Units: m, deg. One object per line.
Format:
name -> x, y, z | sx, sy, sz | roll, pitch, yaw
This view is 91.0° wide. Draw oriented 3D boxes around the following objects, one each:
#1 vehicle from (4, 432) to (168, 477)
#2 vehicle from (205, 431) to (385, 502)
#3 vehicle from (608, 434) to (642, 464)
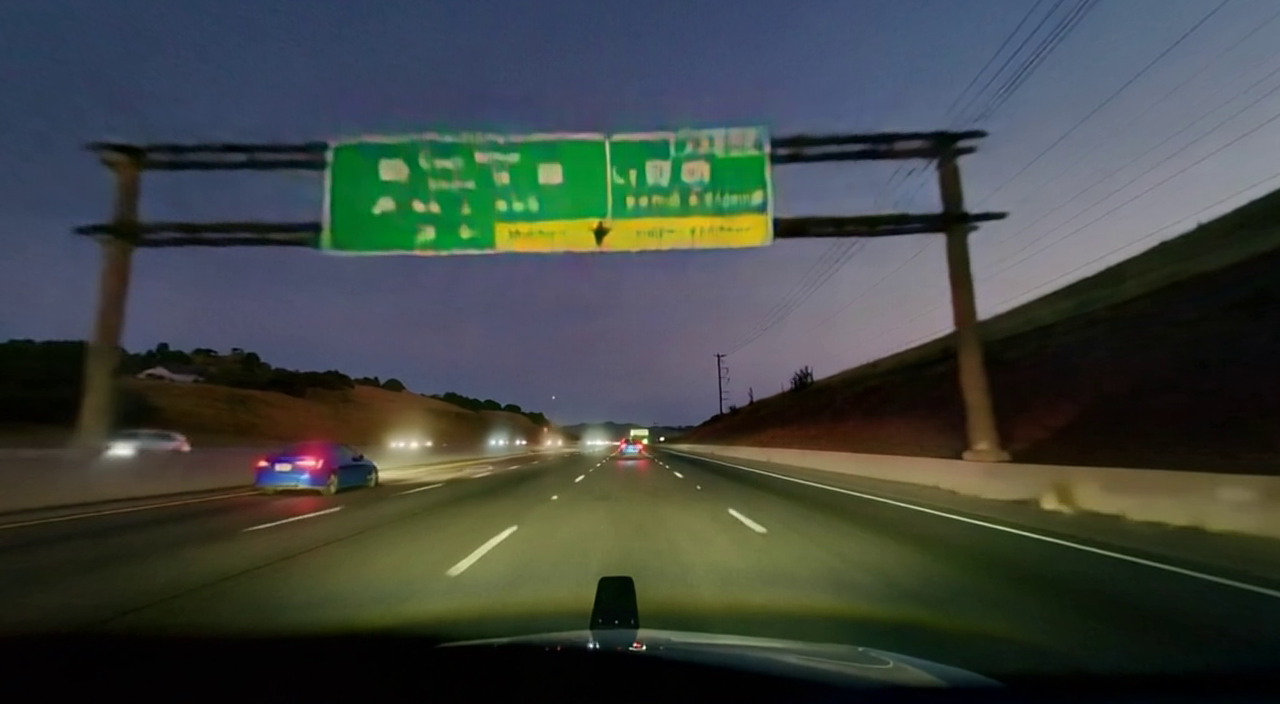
vehicle -> -20.025, 3.715, 23.087 | 1.892, 1.454, 4.599 | 0, -8, -1
vehicle -> -8.230, 2.750, 15.584 | 2.047, 1.486, 4.306 | 0, -8, 0
vehicle -> -0.925, 6.033, 39.264 | 2.040, 1.715, 3.906 | 0, -8, -1
